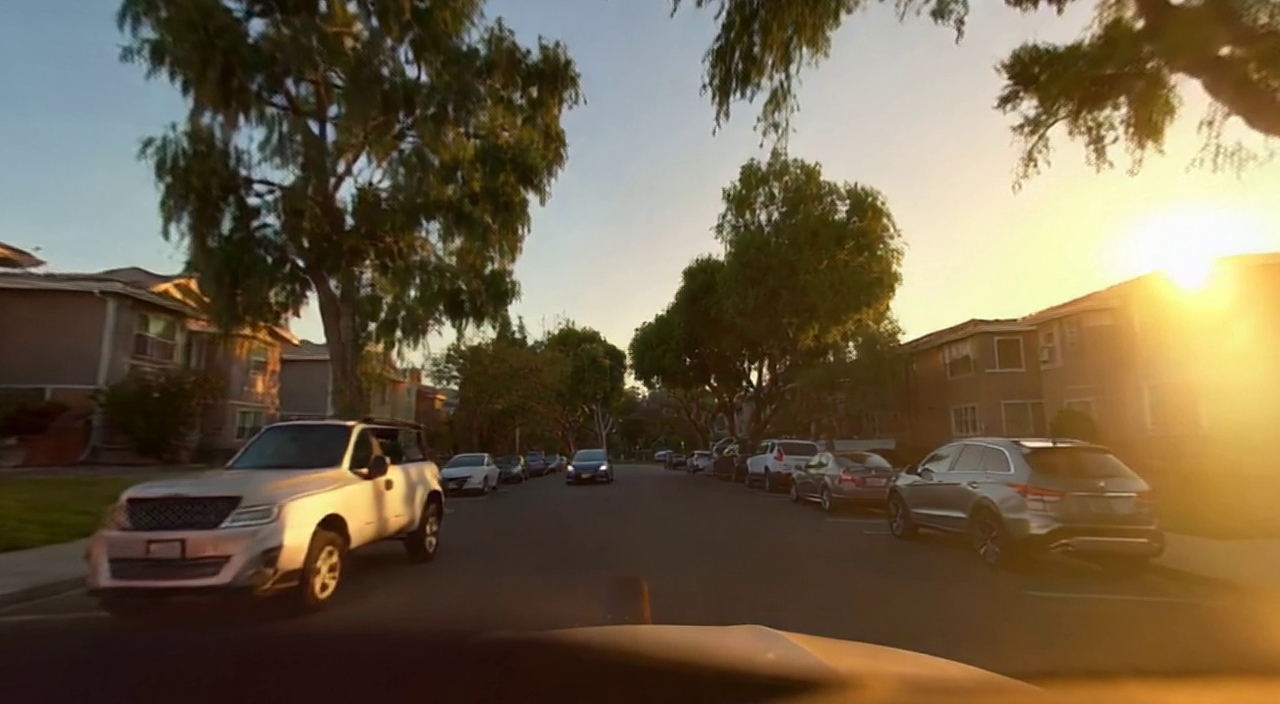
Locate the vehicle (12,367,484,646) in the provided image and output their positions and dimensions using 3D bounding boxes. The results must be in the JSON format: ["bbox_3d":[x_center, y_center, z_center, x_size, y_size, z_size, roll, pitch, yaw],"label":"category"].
[{"bbox_3d":[-3.514,1.503,7.230,2.197,2.047,4.985,0,-9,0],"label":"vehicle"}]

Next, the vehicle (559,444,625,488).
[{"bbox_3d":[-1.710,4.299,24.149,1.971,1.476,4.593,-1,-9,3],"label":"vehicle"}]

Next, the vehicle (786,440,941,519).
[{"bbox_3d":[5.005,2.897,14.904,1.876,1.538,4.447,0,-9,-2],"label":"vehicle"}]

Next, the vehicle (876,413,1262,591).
[{"bbox_3d":[5.095,1.818,8.548,1.937,1.722,4.575,0,-9,-1],"label":"vehicle"}]
